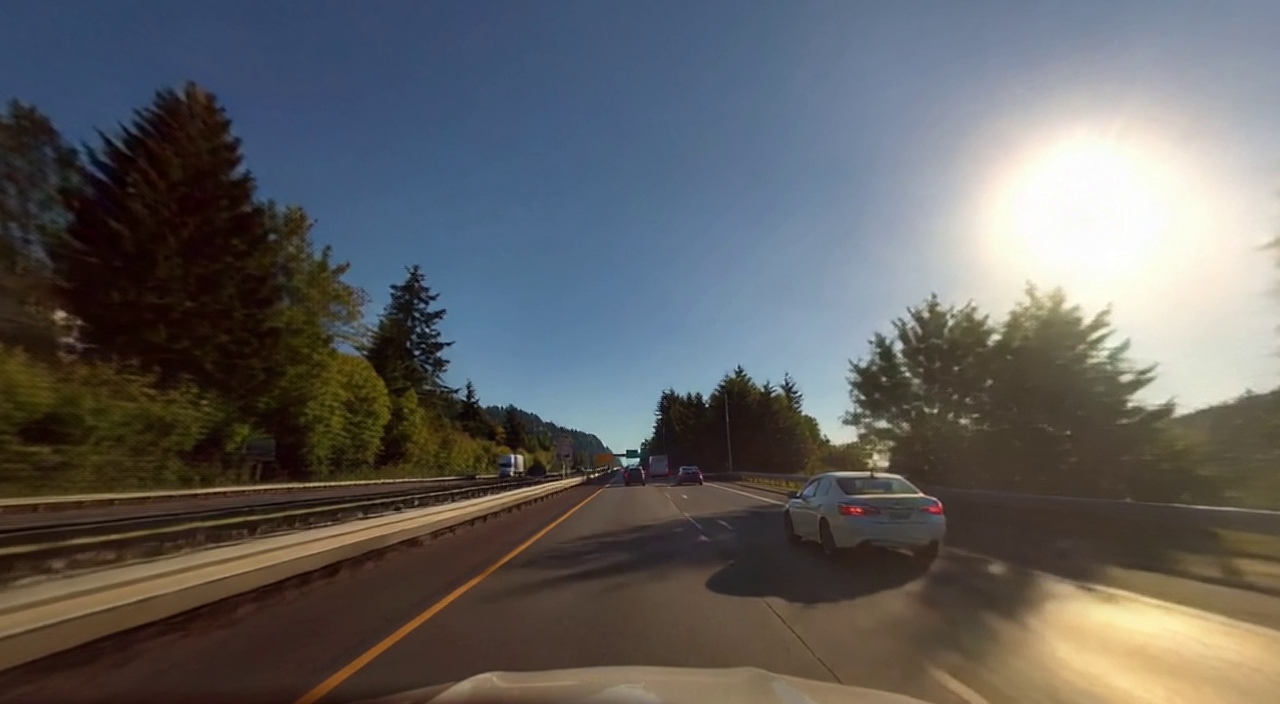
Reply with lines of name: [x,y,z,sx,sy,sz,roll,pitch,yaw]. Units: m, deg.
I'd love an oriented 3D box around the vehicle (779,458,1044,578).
vehicle: [3.871,2.492,10.222,2.018,1.426,4.941,1,-10,-1]

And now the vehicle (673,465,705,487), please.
vehicle: [3.549,9.033,45.976,1.976,1.467,3.783,1,-10,-1]

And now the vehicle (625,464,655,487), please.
vehicle: [-0.008,8.514,43.437,1.980,1.483,3.865,1,-10,0]
